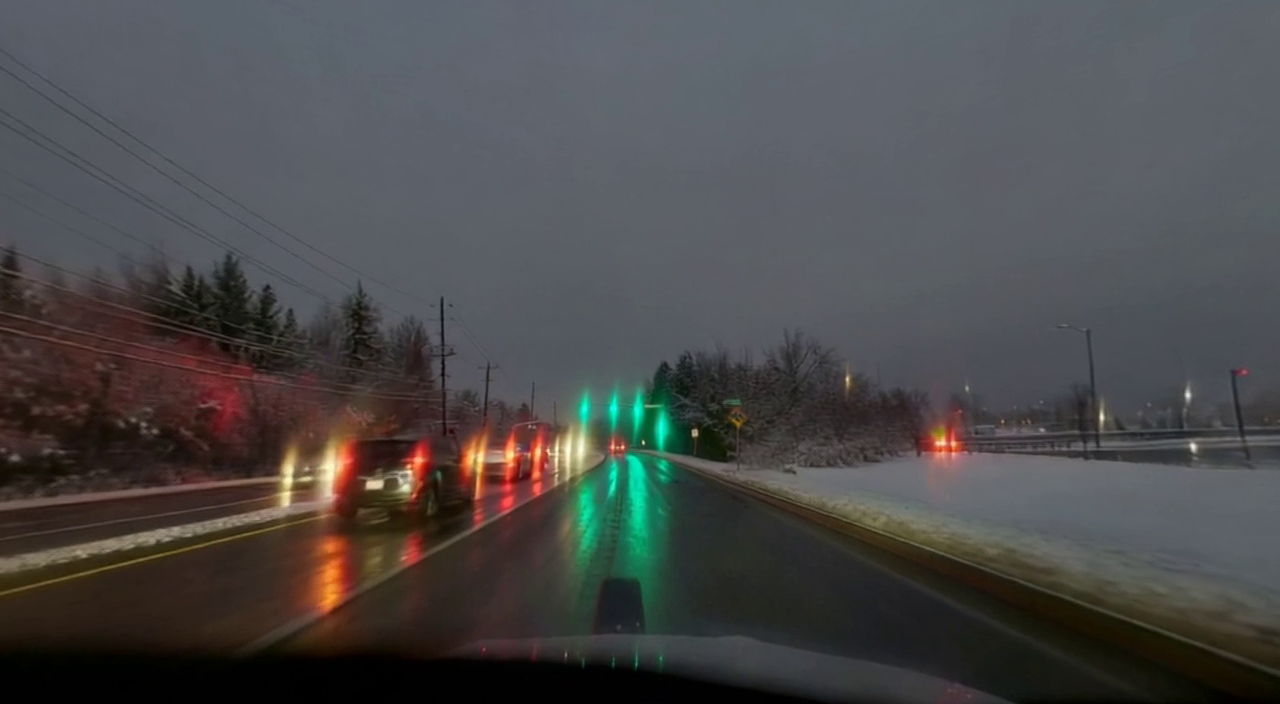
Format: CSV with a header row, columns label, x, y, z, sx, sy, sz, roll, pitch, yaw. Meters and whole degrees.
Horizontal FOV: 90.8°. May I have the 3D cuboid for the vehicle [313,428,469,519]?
label,x,y,z,sx,sy,sz,roll,pitch,yaw
vehicle,-5.276,2.613,14.066,2.041,1.698,4.094,1,-9,-5

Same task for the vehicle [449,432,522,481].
label,x,y,z,sx,sy,sz,roll,pitch,yaw
vehicle,-6.398,4.390,26.804,2.337,1.862,4.924,1,-9,-6

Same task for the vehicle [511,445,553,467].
label,x,y,z,sx,sy,sz,roll,pitch,yaw
vehicle,-7.515,7.298,44.459,2.030,1.482,4.818,0,-9,0
